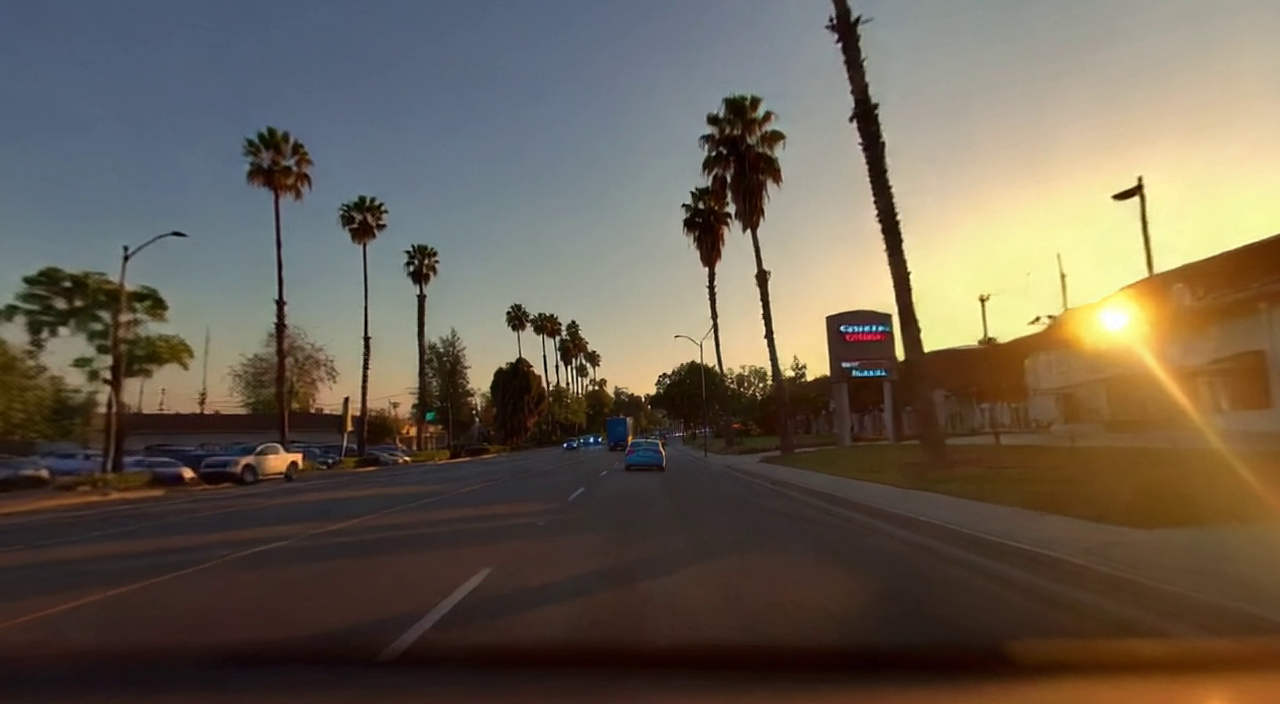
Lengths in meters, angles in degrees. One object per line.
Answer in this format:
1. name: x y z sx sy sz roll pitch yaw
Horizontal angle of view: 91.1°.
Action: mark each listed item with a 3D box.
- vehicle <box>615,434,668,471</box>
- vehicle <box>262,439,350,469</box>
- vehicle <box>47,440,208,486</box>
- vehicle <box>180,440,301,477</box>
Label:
1. vehicle: 0.062 4.380 27.539 2.144 1.514 4.063 0 -8 0
2. vehicle: -21.845 6.666 41.168 4.536 1.838 2.042 0 -8 2
3. vehicle: -22.078 4.763 27.226 4.961 1.894 2.256 0 -8 0
4. vehicle: -21.323 5.675 33.676 4.979 1.893 2.084 0 -8 -2
